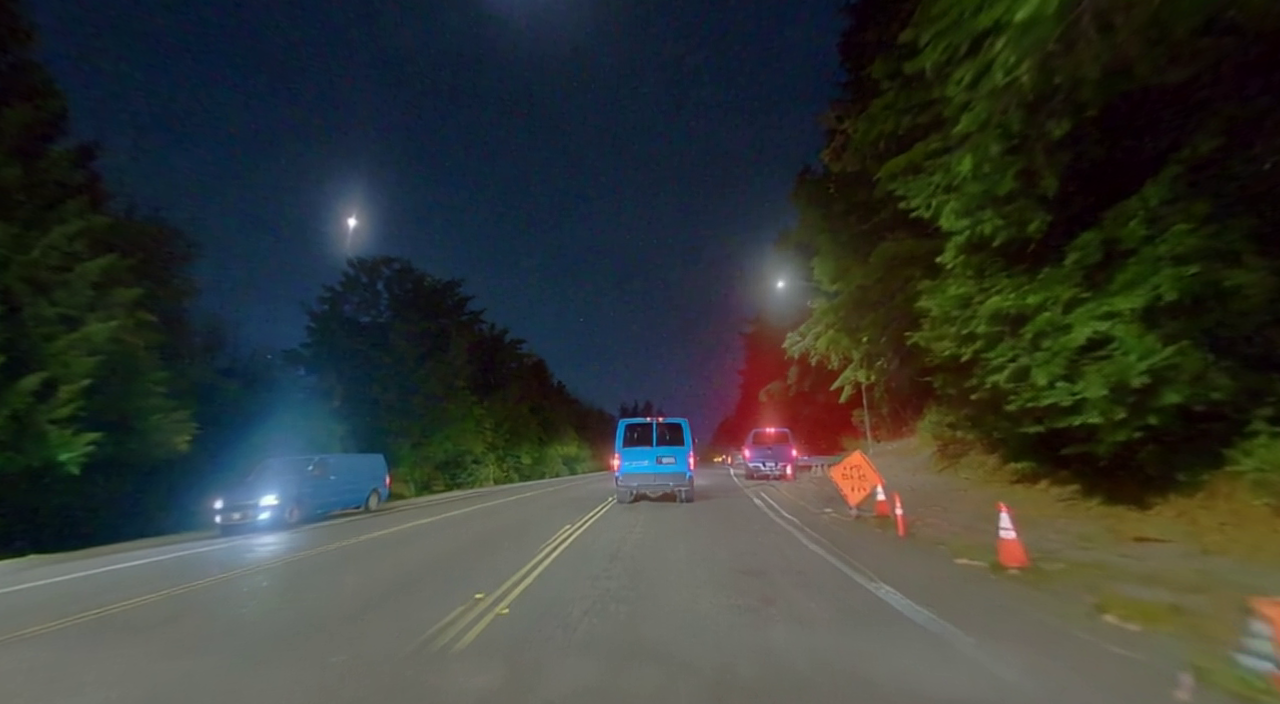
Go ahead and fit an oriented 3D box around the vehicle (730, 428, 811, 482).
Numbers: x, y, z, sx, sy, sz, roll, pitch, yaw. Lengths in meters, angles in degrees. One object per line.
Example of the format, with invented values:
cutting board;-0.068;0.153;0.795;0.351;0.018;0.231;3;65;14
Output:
vehicle;5.484;4.492;27.836;2.833;2.033;7.668;-1;-9;7

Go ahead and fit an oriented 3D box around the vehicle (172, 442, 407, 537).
vehicle;-7.950;3.137;15.316;2.055;1.809;5.906;-1;-9;3

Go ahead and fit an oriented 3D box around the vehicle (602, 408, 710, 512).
vehicle;0.527;2.732;16.340;2.362;2.247;4.892;-1;-9;5
